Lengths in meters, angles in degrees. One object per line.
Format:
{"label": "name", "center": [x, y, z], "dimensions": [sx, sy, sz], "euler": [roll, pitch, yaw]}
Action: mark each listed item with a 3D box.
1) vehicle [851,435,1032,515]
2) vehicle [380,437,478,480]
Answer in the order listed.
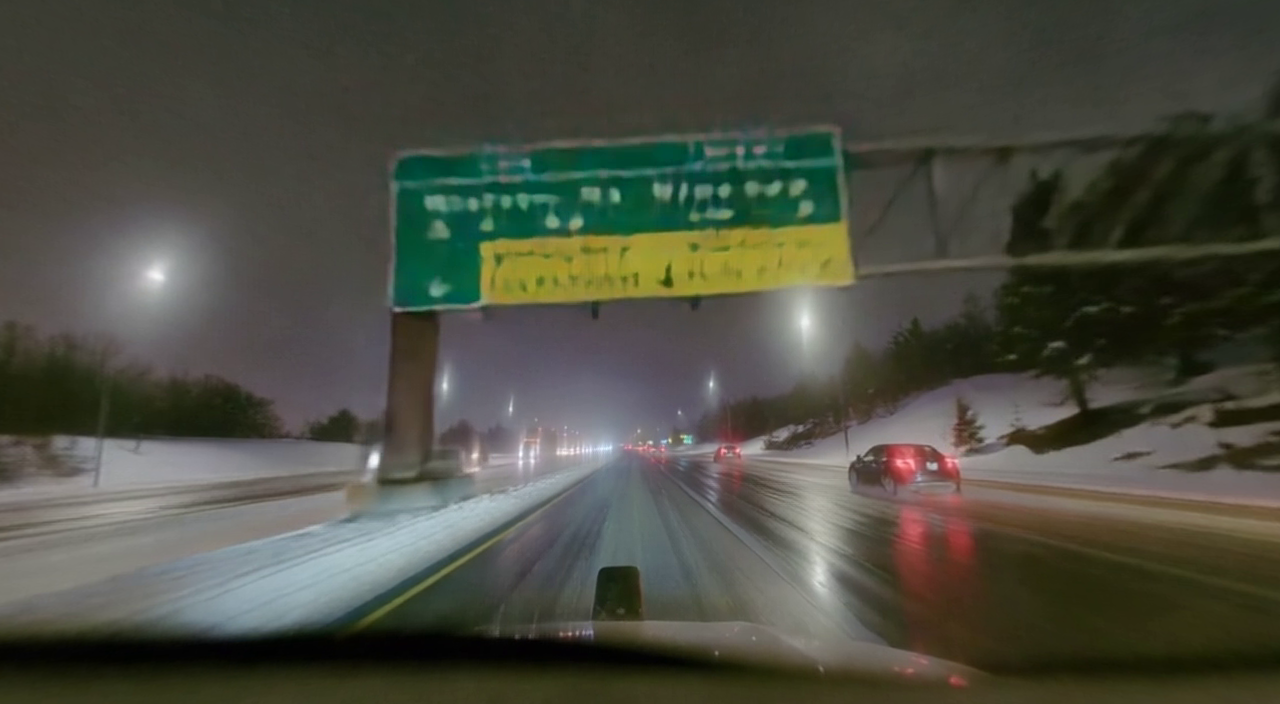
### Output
{"label": "vehicle", "center": [6.760, 2.789, 14.904], "dimensions": [1.901, 1.548, 4.684], "euler": [0, -9, -1]}
{"label": "vehicle", "center": [-10.067, 5.138, 30.876], "dimensions": [2.604, 1.870, 6.191], "euler": [0, -9, 0]}
